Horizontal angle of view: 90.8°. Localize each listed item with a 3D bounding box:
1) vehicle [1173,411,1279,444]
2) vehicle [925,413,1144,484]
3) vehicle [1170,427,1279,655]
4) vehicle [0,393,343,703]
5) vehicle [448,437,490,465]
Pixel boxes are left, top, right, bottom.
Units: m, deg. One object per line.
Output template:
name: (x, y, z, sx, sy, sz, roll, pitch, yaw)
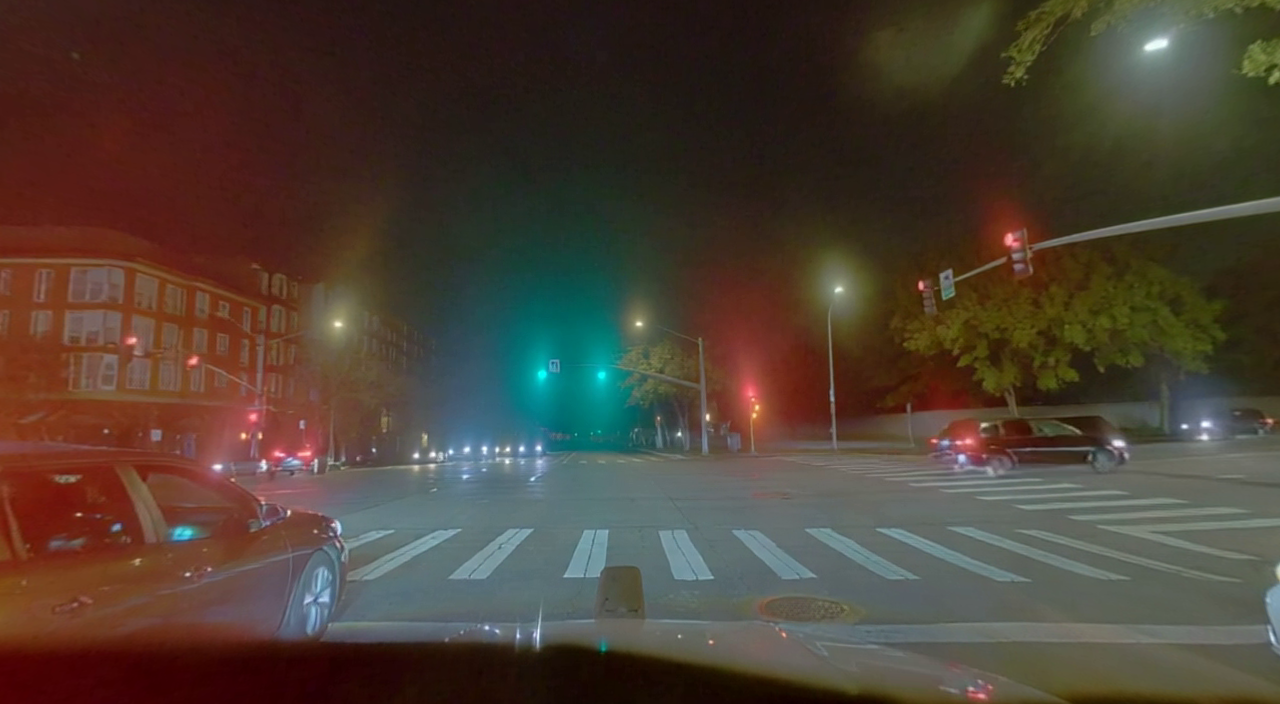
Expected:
vehicle: (33.178, 4.261, 35.438, 4.611, 1.797, 2.096, 0, -8, -2)
vehicle: (11.082, 2.769, 18.160, 4.778, 1.871, 2.109, -2, -8, 9)
vehicle: (4.935, 0.988, 2.550, 1.949, 1.449, 4.530, -1, -8, 5)
vehicle: (-3.064, 0.895, 2.149, 1.919, 1.478, 4.720, 0, -8, -1)
vehicle: (-12.806, 7.421, 47.515, 2.051, 1.715, 4.346, -3, -6, -2)
